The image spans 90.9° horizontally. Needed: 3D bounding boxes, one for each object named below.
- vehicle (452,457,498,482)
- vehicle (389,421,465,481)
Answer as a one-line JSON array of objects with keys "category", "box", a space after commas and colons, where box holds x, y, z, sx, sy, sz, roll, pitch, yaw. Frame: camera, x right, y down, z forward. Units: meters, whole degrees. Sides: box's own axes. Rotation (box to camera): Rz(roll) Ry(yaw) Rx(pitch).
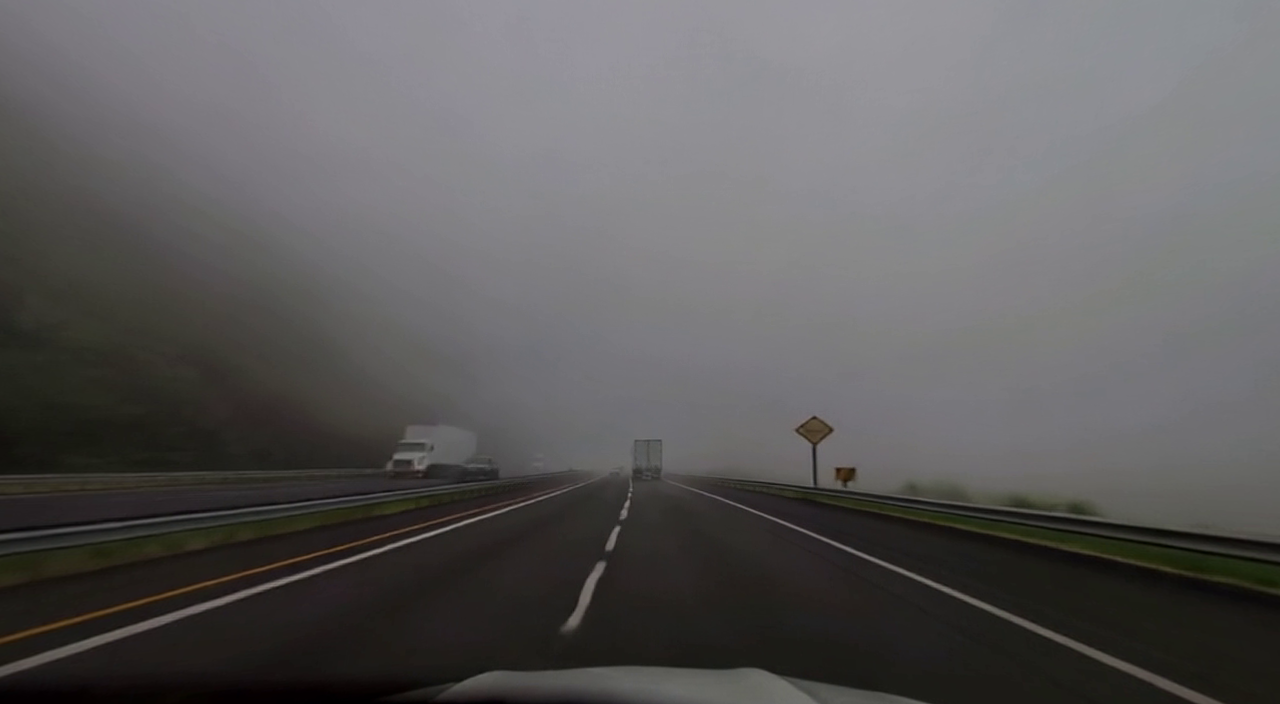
[{"category": "vehicle", "box": [-11.321, 8.104, 43.485, 1.919, 1.589, 4.558, 1, -11, -1]}, {"category": "vehicle", "box": [-15.632, 7.390, 46.741, 3.462, 4.089, 5.413, 1, -11, 0]}]
